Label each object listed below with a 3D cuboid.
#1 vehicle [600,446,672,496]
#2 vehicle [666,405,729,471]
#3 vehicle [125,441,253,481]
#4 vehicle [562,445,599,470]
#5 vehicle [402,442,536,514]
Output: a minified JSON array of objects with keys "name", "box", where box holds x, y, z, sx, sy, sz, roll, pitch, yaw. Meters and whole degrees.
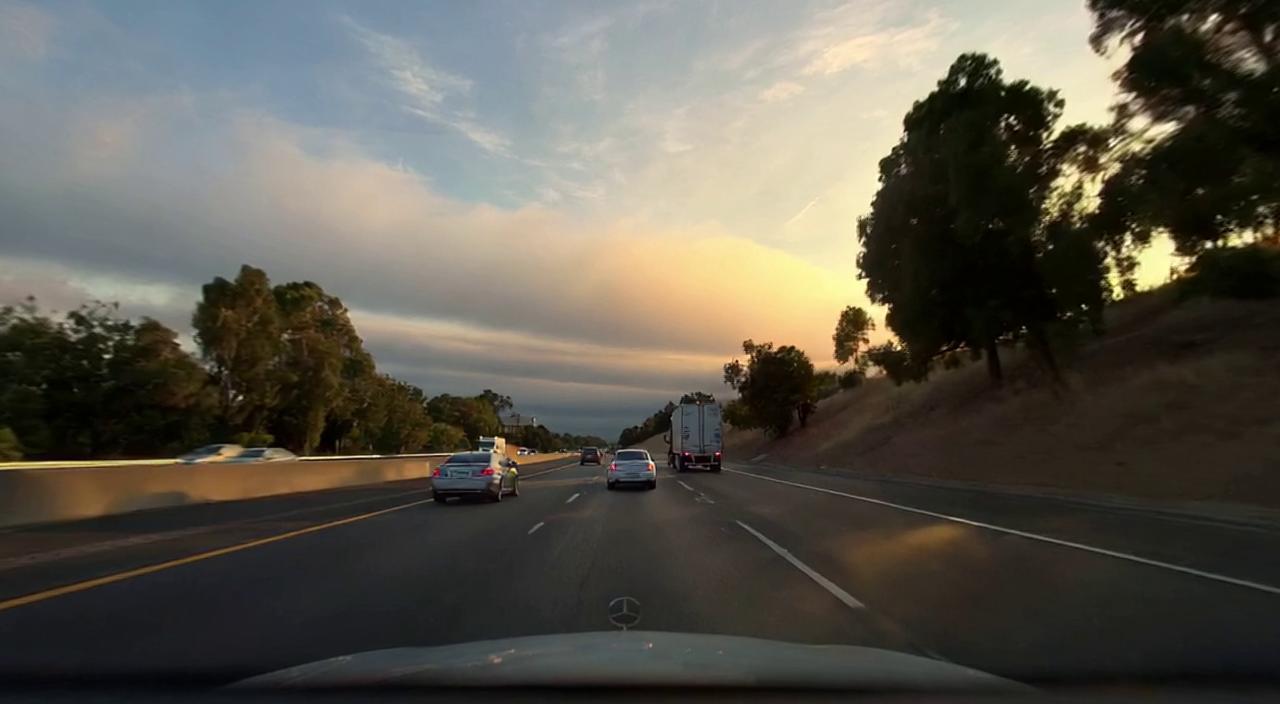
[{"name":"vehicle","box":[-0.155,3.695,19.899,2.023,1.400,4.028,0,-9,-1]},{"name":"vehicle","box":[3.858,6.465,46.535,2.905,4.109,14.332,0,-9,-2]},{"name":"vehicle","box":[-18.562,4.498,26.272,1.923,1.500,4.769,0,-9,-2]},{"name":"vehicle","box":[-4.137,7.452,44.639,2.232,1.688,4.844,0,-9,-1]},{"name":"vehicle","box":[-3.889,2.949,15.224,2.017,1.460,4.382,0,-9,0]}]
